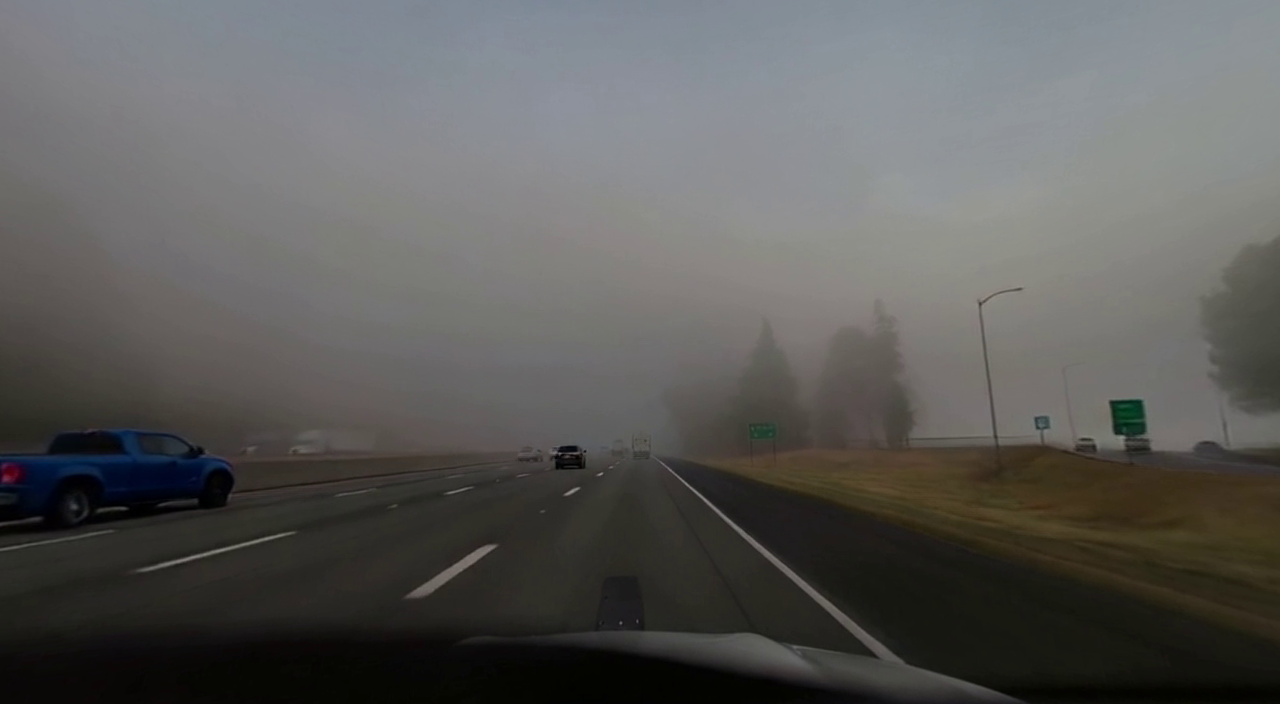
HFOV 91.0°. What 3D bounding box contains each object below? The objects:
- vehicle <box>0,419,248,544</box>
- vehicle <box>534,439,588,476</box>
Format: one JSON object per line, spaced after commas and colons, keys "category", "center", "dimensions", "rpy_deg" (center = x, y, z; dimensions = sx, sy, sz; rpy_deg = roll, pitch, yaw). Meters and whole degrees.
{"category": "vehicle", "center": [-10.172, 2.268, 11.775], "dimensions": [2.146, 1.764, 5.510], "rpy_deg": [0, -9, -1]}
{"category": "vehicle", "center": [-3.900, 5.278, 31.671], "dimensions": [2.094, 1.695, 4.260], "rpy_deg": [0, -9, 1]}
